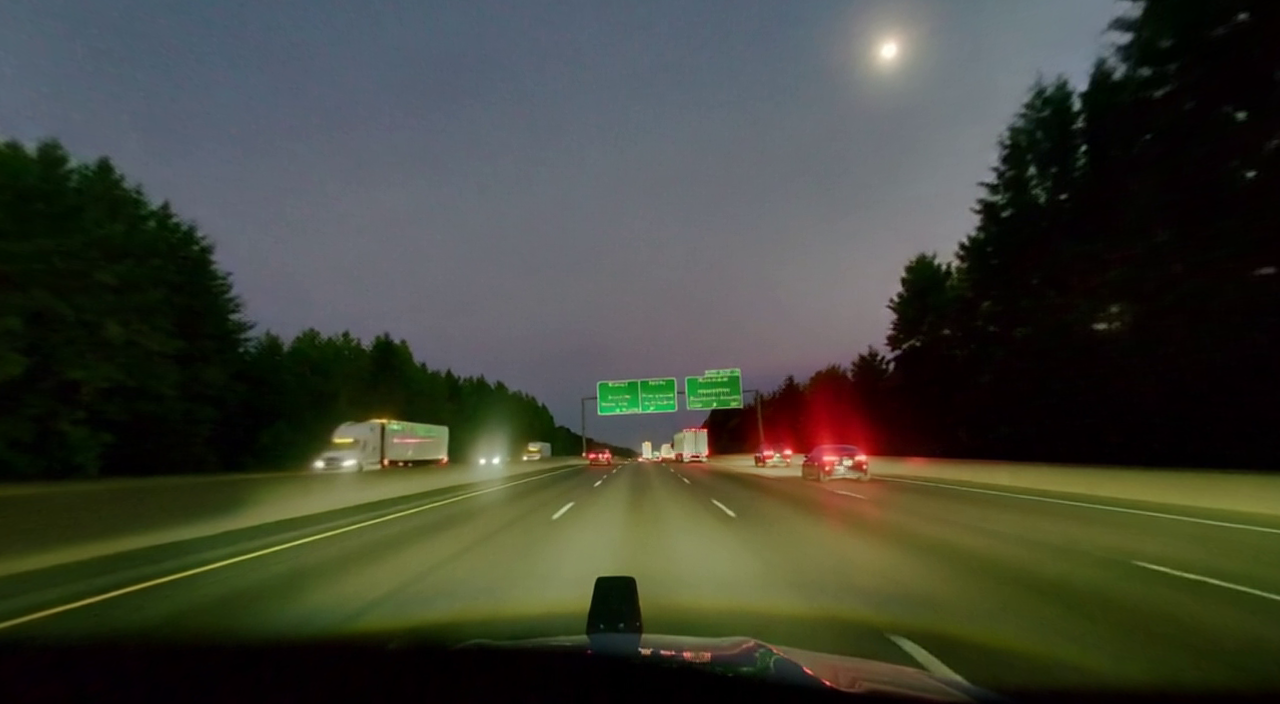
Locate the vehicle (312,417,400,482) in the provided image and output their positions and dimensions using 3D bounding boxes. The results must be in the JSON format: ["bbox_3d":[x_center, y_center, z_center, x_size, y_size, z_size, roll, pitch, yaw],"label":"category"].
[{"bbox_3d":[-18.691,6.455,41.881,3.008,3.926,5.831,0,-9,0],"label":"vehicle"}]
